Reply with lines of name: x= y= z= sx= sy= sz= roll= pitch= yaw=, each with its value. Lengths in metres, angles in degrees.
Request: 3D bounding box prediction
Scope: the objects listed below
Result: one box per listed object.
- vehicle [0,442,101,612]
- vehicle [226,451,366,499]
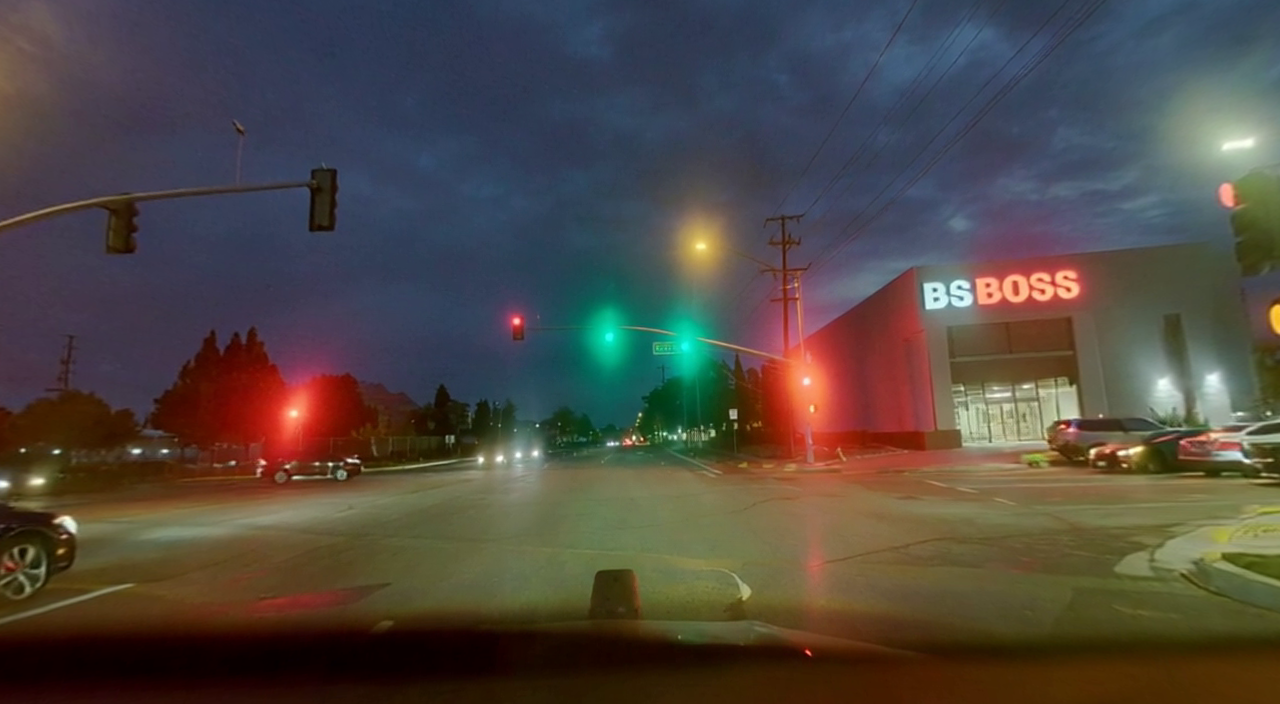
vehicle: x=-6.416 y=1.341 z=4.281 sx=1.928 sy=1.451 sz=4.219 roll=0 pitch=-9 yaw=-3
vehicle: x=-12.997 y=4.644 z=24.179 sx=4.298 sy=1.466 sz=1.921 roll=-1 pitch=-8 yaw=-12
